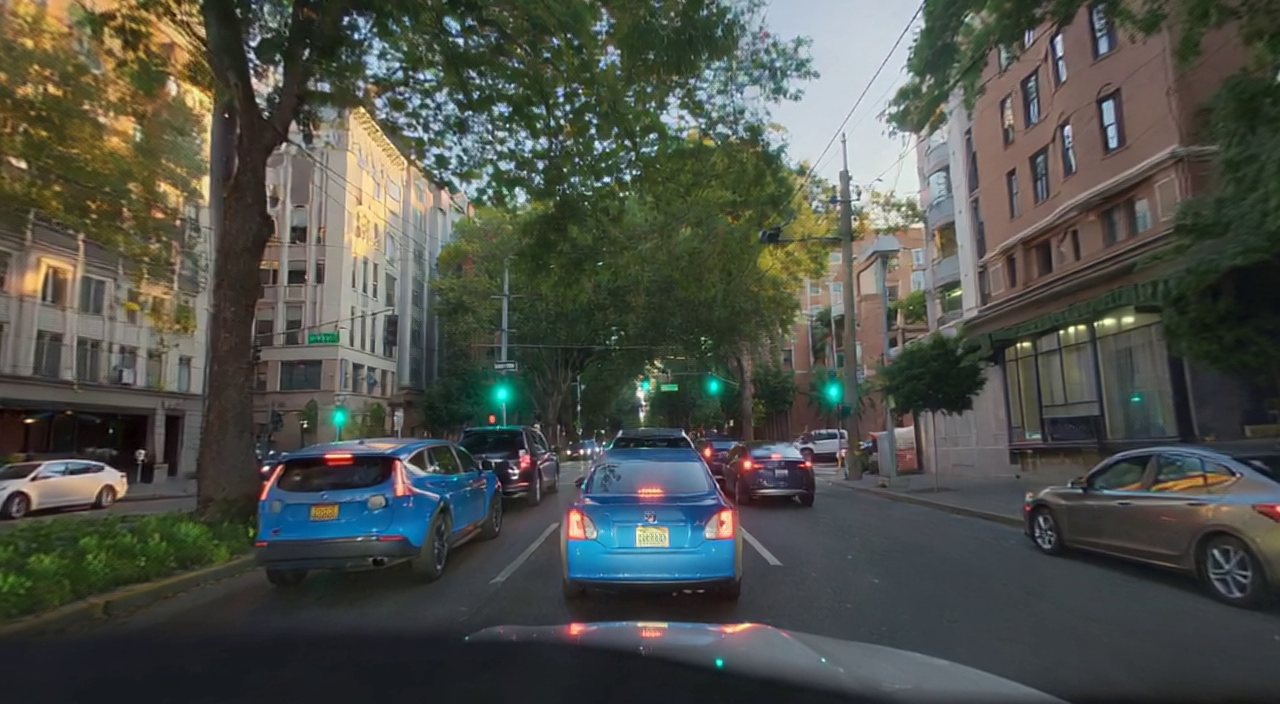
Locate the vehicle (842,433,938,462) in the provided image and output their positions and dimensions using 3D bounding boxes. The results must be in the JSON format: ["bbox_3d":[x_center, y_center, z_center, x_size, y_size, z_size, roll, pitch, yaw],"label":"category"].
[{"bbox_3d":[16.357,6.272,41.512,5.345,1.811,2.175,0,-9,-1],"label":"vehicle"}]

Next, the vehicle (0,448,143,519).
[{"bbox_3d":[-16.238,3.444,17.007,1.914,1.690,4.461,0,-9,1],"label":"vehicle"}]

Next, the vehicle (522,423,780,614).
[{"bbox_3d":[0.081,1.586,6.826,2.022,1.481,3.564,0,-9,0],"label":"vehicle"}]

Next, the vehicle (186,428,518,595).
[{"bbox_3d":[-3.006,1.755,7.805,2.131,1.486,4.089,0,-9,1],"label":"vehicle"}]

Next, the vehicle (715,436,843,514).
[{"bbox_3d":[2.986,2.736,14.497,2.018,1.529,3.880,0,-9,0],"label":"vehicle"}]

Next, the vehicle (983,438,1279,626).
[{"bbox_3d":[5.964,1.702,6.879,1.873,1.453,4.579,0,-9,0],"label":"vehicle"}]
